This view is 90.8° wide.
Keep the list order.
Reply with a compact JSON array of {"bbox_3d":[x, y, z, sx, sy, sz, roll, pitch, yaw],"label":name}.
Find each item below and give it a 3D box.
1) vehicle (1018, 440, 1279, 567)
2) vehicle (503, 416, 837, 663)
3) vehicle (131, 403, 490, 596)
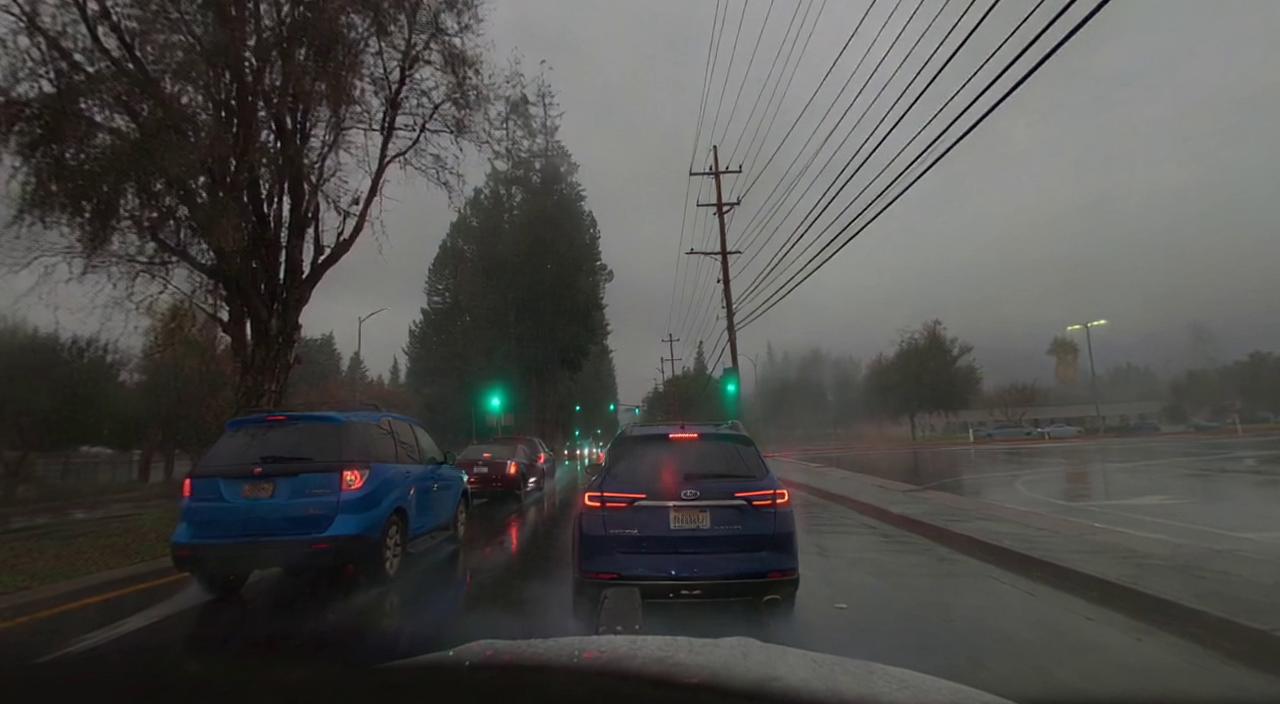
[{"bbox_3d":[8.384,2.162,9.939,1.993,1.508,4.521,0,-9,-1],"label":"vehicle"},{"bbox_3d":[0.116,1.450,5.958,2.056,1.487,4.003,0,-9,-2],"label":"vehicle"},{"bbox_3d":[-3.474,1.640,7.886,2.105,1.706,4.337,0,-9,0],"label":"vehicle"}]
